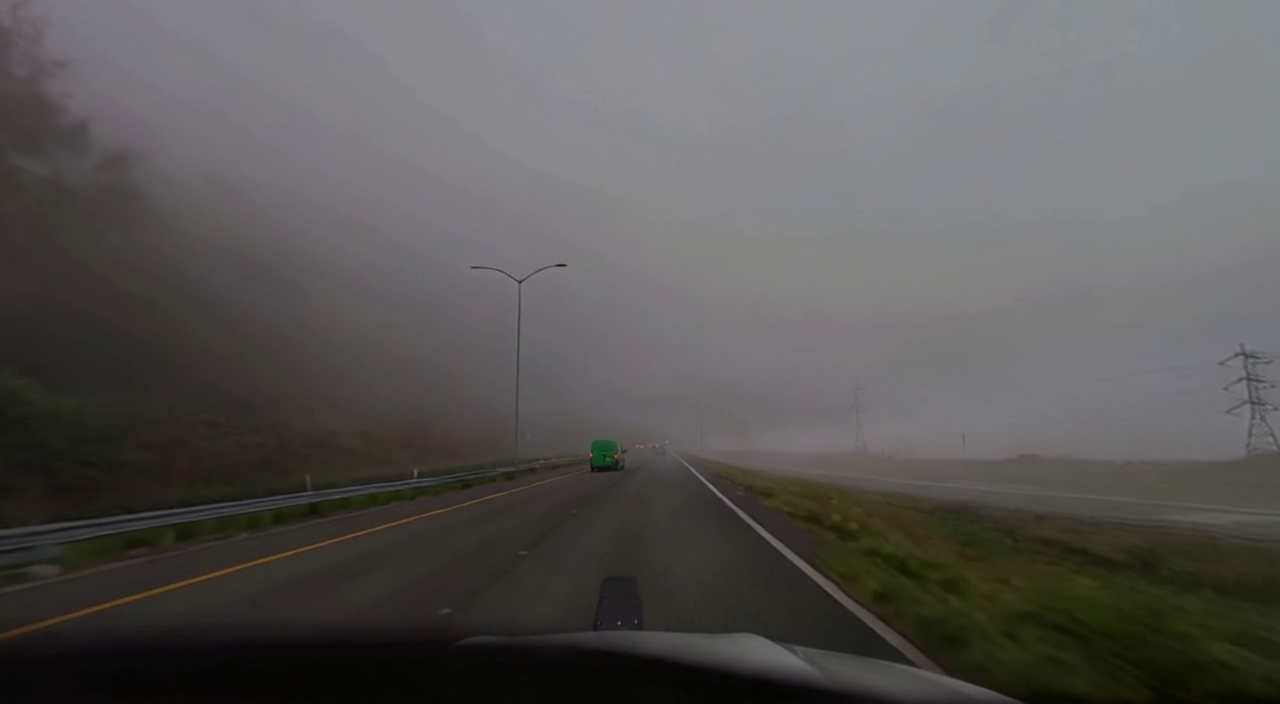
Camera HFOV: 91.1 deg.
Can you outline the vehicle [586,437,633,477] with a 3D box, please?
[{"bbox_3d":[-1.660,5.906,35.489,2.270,2.023,4.632,-1,-9,2],"label":"vehicle"}]
